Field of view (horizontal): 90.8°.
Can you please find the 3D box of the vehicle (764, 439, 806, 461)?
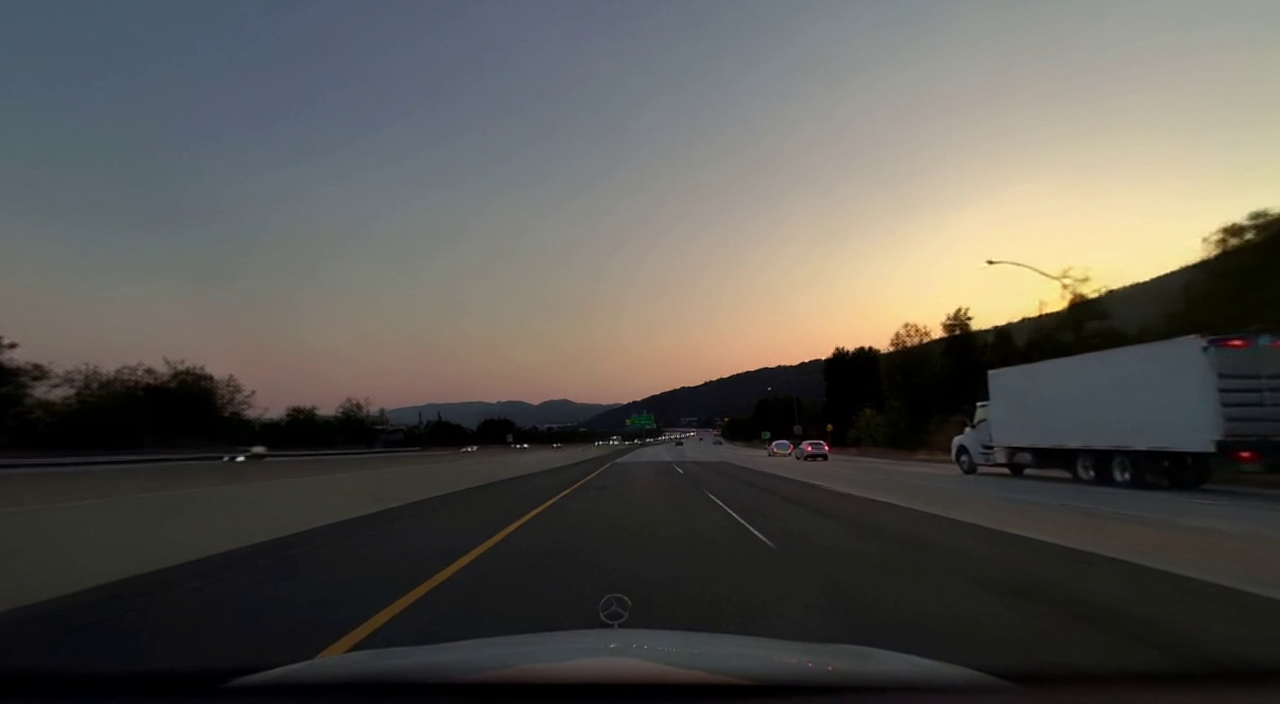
[{"bbox_3d":[11.206,7.623,49.217,2.229,1.599,4.253,0,-8,0],"label":"vehicle"}]
